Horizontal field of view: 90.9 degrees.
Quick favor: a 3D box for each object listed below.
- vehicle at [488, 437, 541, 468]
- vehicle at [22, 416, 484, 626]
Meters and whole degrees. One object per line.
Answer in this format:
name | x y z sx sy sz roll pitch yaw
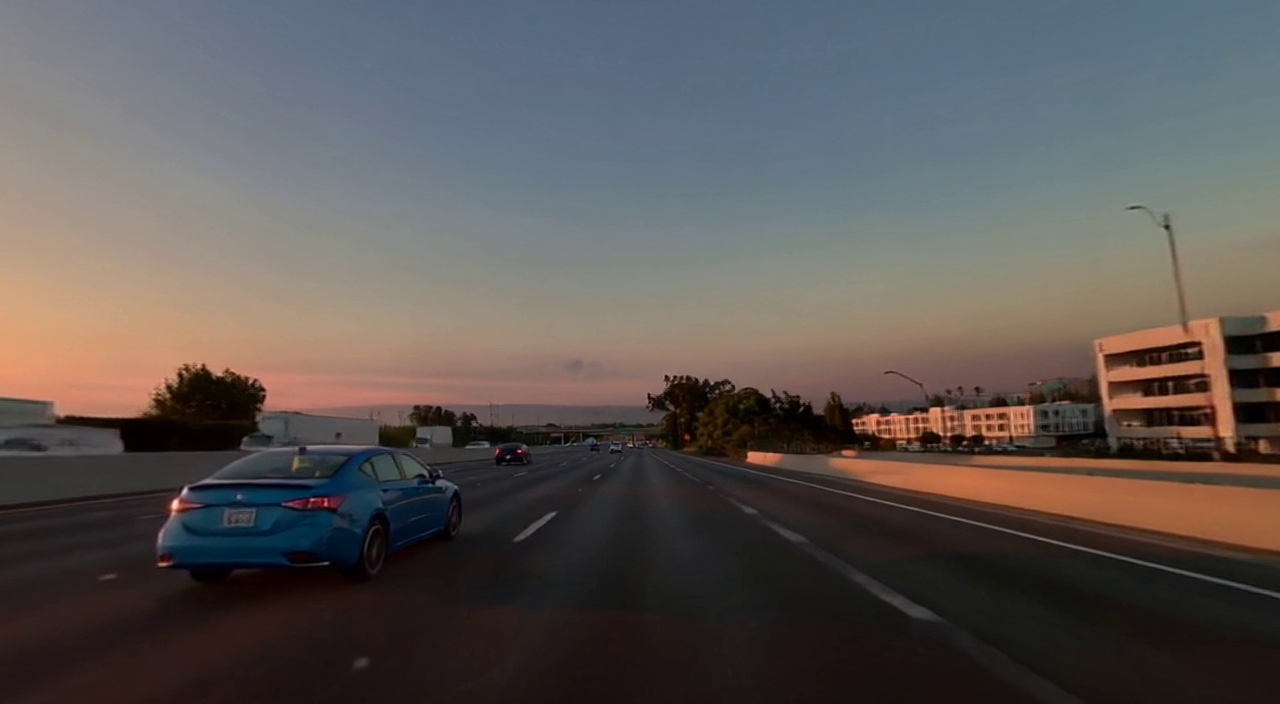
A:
vehicle | -7.256 5.852 36.826 2.118 1.675 4.395 0 -8 1
vehicle | -3.562 1.650 7.311 2.144 1.565 4.951 0 -8 1
